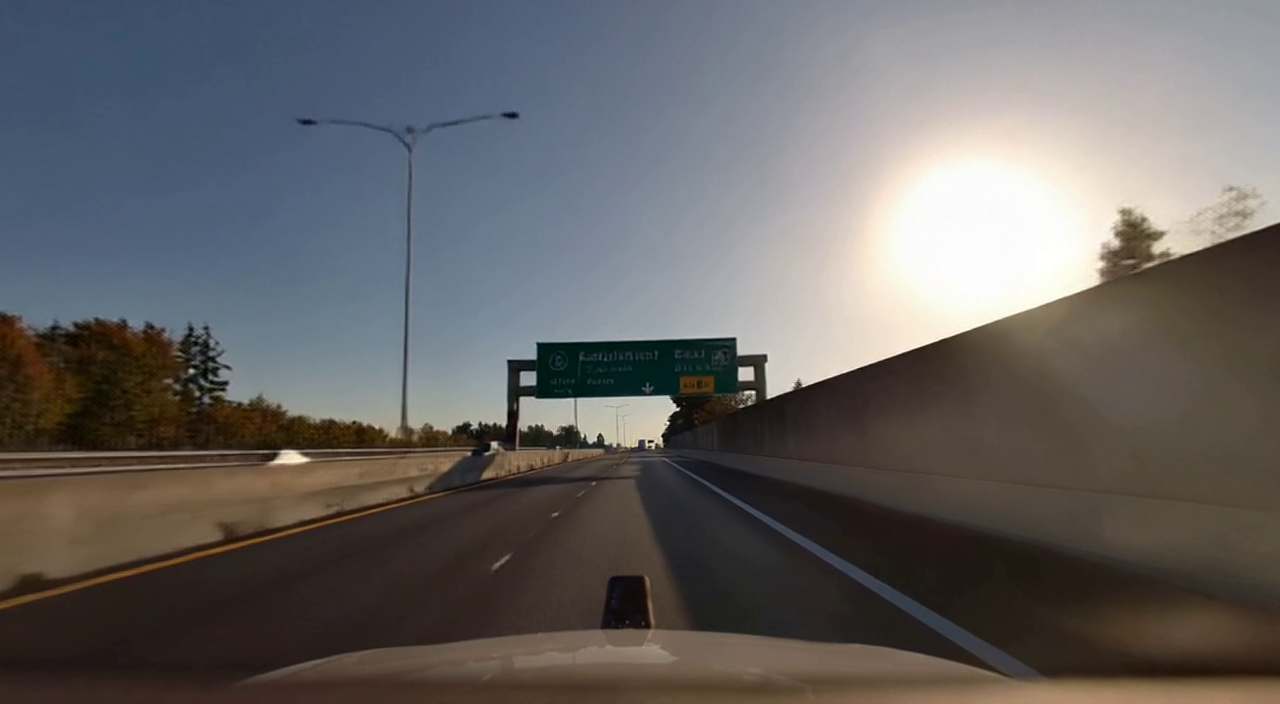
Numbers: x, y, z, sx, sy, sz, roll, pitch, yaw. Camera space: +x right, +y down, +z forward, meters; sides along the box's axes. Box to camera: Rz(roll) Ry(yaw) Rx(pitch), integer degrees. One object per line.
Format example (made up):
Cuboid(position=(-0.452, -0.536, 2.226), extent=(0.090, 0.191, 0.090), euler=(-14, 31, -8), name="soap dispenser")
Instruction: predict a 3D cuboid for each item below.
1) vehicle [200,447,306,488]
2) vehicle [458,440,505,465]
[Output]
Cuboid(position=(-16.024, 4.778, 26.320), extent=(1.825, 1.537, 4.025), euler=(0, -8, 1), name="vehicle")
Cuboid(position=(-11.506, 7.298, 46.019), extent=(2.044, 1.690, 5.155), euler=(0, -8, 0), name="vehicle")
